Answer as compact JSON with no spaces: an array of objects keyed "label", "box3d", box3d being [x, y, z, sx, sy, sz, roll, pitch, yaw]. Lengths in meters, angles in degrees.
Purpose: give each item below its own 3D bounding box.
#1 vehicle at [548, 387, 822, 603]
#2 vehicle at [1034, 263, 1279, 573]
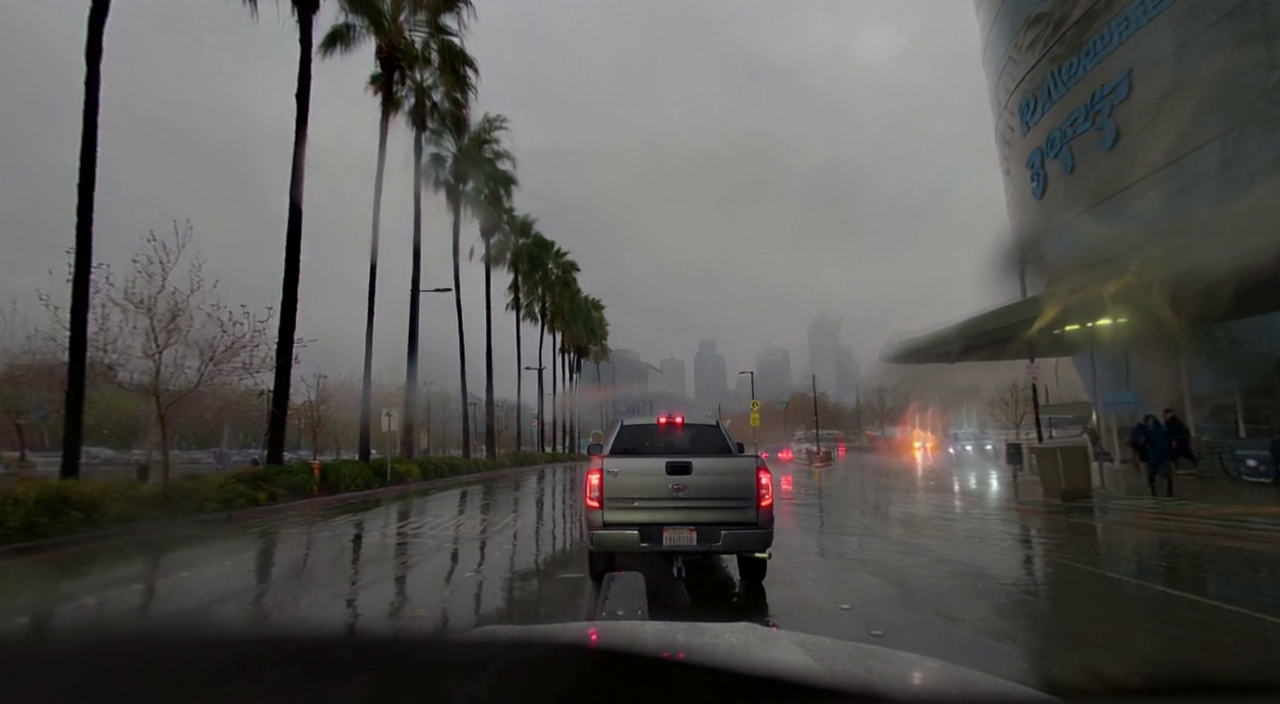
[{"label":"vehicle","box3d":[0.419,1.607,8.076,2.311,1.819,5.255,0,-8,1]},{"label":"vehicle","box3d":[7.850,0.909,8.566,2.666,3.345,3.622,-1,-9,6]}]
